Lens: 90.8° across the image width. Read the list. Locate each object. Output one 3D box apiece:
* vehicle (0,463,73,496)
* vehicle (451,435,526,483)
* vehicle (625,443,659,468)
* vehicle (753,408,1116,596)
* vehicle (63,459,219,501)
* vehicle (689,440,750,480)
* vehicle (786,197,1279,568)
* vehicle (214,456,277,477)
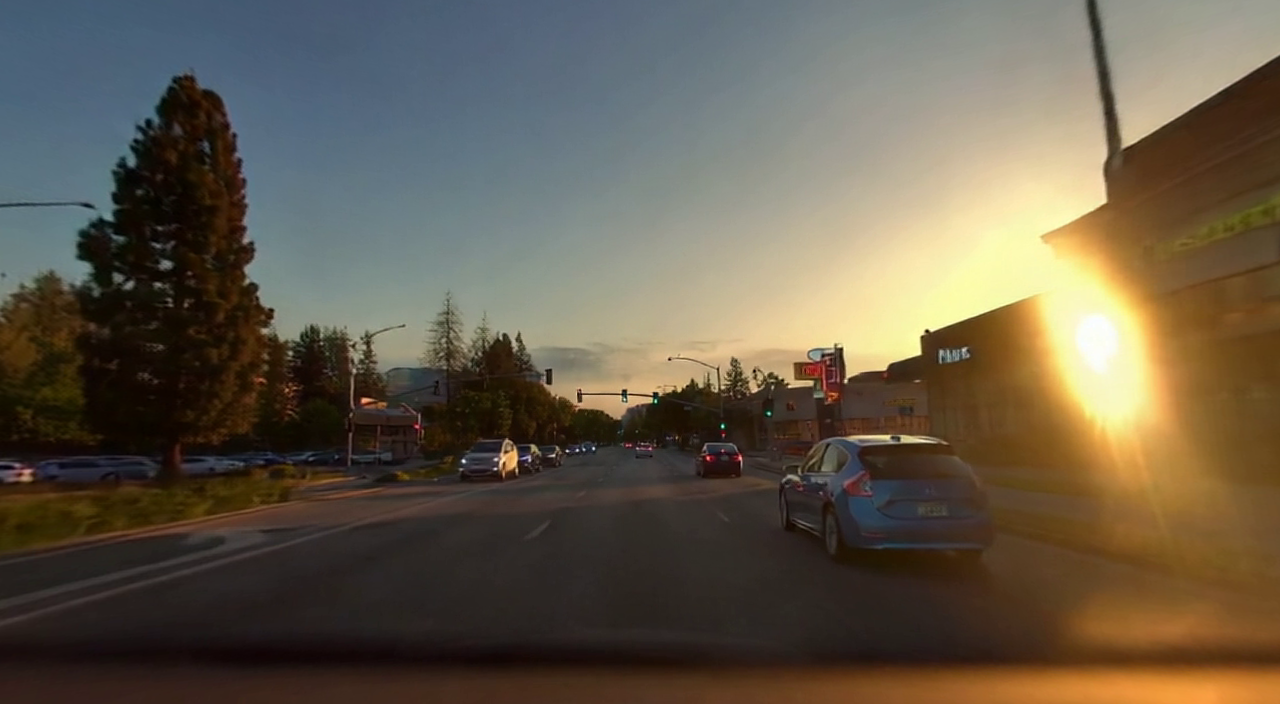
[{"bbox_3d":[-31.423,6.307,31.273,4.434,1.531,2.003,4,-9,-24],"label":"vehicle"},{"bbox_3d":[-6.354,4.533,27.068,2.136,1.837,4.669,0,-9,-1],"label":"vehicle"},{"bbox_3d":[0.099,6.403,39.184,2.008,1.464,4.052,0,-9,0],"label":"vehicle"},{"bbox_3d":[2.981,1.650,7.913,2.174,1.596,4.779,0,-9,-1],"label":"vehicle"},{"bbox_3d":[-20.924,5.339,26.820,2.016,1.486,4.892,-2,-9,14],"label":"vehicle"},{"bbox_3d":[3.156,4.361,25.796,1.842,1.480,4.155,0,-9,-1],"label":"vehicle"},{"bbox_3d":[7.039,1.474,15.262,2.899,4.154,16.592,0,-8,-1],"label":"vehicle"},{"bbox_3d":[-30.979,8.997,49.741,3.950,1.536,1.932,4,-10,-27],"label":"vehicle"}]
